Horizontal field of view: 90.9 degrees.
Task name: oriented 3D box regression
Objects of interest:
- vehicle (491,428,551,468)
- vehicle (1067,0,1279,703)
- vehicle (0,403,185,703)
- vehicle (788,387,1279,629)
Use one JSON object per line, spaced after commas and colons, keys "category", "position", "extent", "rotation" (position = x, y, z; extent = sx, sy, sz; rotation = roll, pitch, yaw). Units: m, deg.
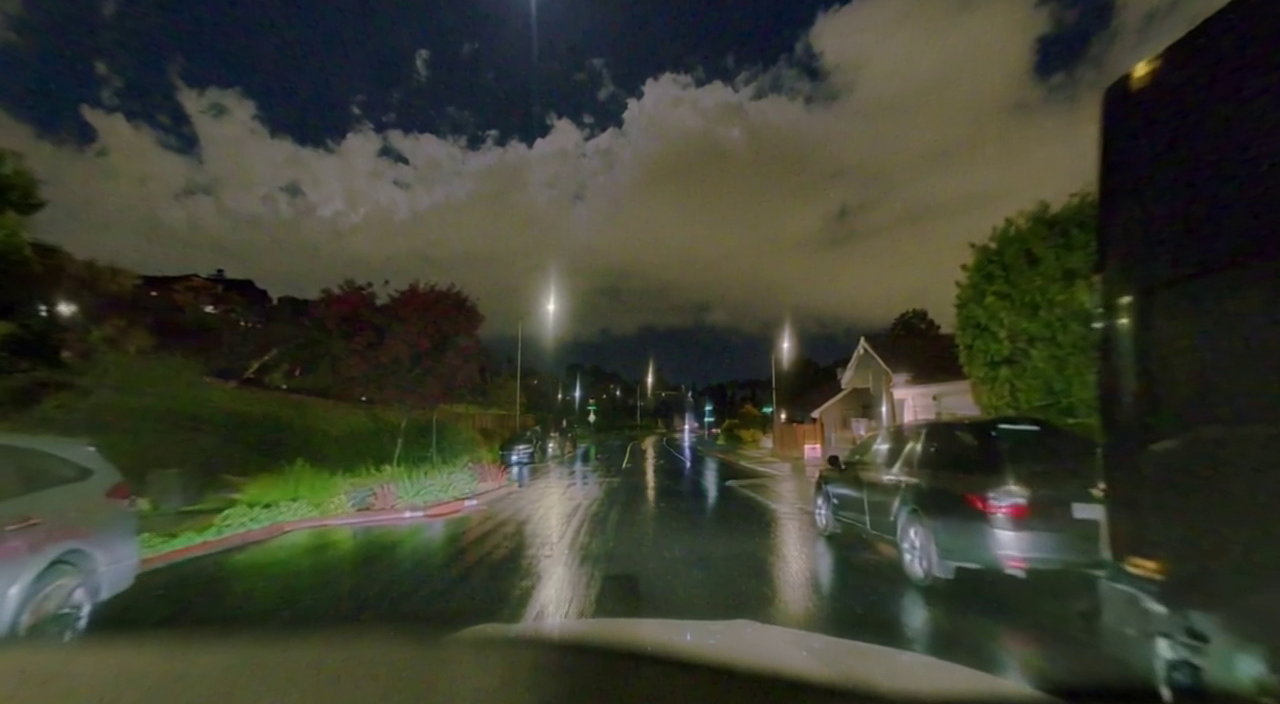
{"category": "vehicle", "position": [-5.657, 4.605, 30.517], "extent": [2.147, 1.780, 4.165], "rotation": [0, -8, -1]}
{"category": "vehicle", "position": [3.585, -0.052, 0.312], "extent": [2.541, 3.000, 5.932], "rotation": [0, -8, 1]}
{"category": "vehicle", "position": [-4.309, 0.929, 2.328], "extent": [2.034, 1.552, 4.285], "rotation": [0, -8, 0]}
{"category": "vehicle", "position": [3.249, 1.352, 6.613], "extent": [2.073, 1.619, 4.574], "rotation": [0, -8, -3]}
